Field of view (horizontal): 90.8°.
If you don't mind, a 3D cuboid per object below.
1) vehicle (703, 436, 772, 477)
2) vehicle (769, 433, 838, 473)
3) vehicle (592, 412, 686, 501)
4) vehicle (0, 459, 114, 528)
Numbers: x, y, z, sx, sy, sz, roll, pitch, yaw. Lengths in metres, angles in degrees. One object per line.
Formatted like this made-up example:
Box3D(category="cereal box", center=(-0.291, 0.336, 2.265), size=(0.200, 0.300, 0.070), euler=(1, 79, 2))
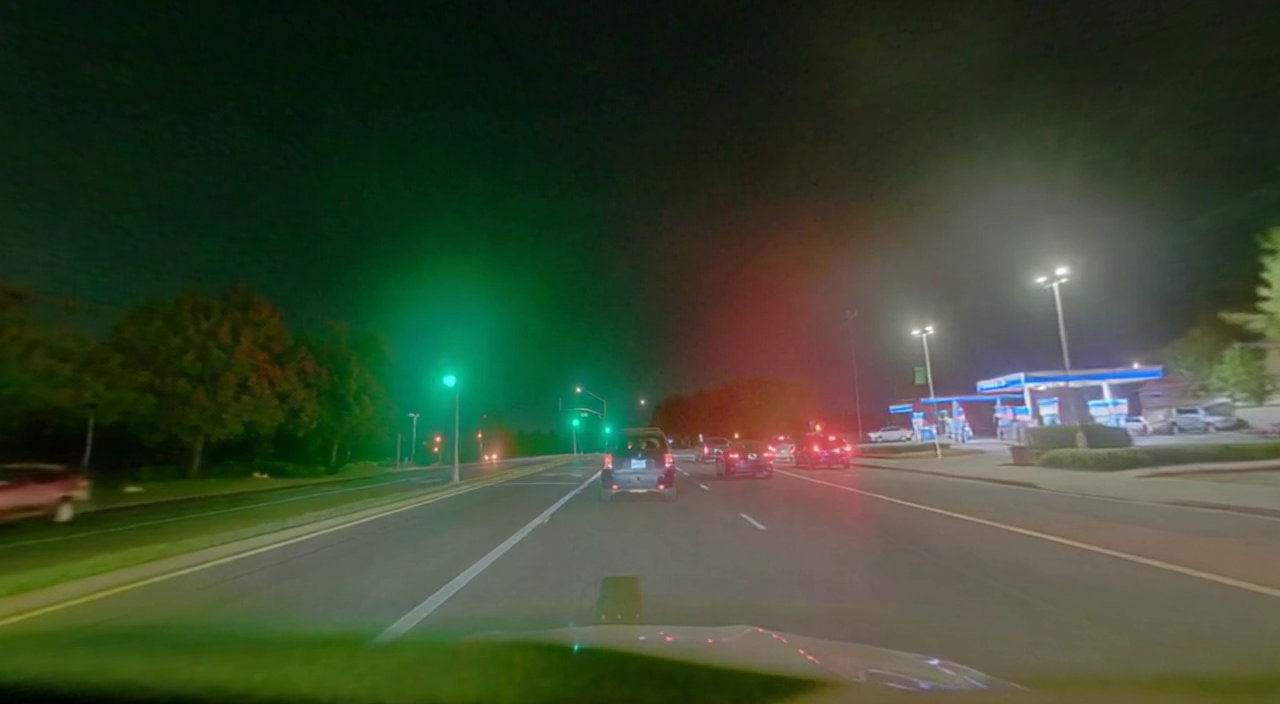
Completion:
Box3D(category="vehicle", center=(3.803, 4.141, 25.327), size=(1.940, 1.474, 4.234), euler=(0, -9, -2))
Box3D(category="vehicle", center=(6.994, 4.361, 27.421), size=(1.793, 1.585, 4.130), euler=(0, -9, -1))
Box3D(category="vehicle", center=(-0.083, 2.640, 16.250), size=(2.038, 1.917, 4.900), euler=(0, -9, -1))
Box3D(category="vehicle", center=(-15.557, 3.405, 15.254), size=(1.914, 1.496, 4.361), euler=(-1, -9, 1))
